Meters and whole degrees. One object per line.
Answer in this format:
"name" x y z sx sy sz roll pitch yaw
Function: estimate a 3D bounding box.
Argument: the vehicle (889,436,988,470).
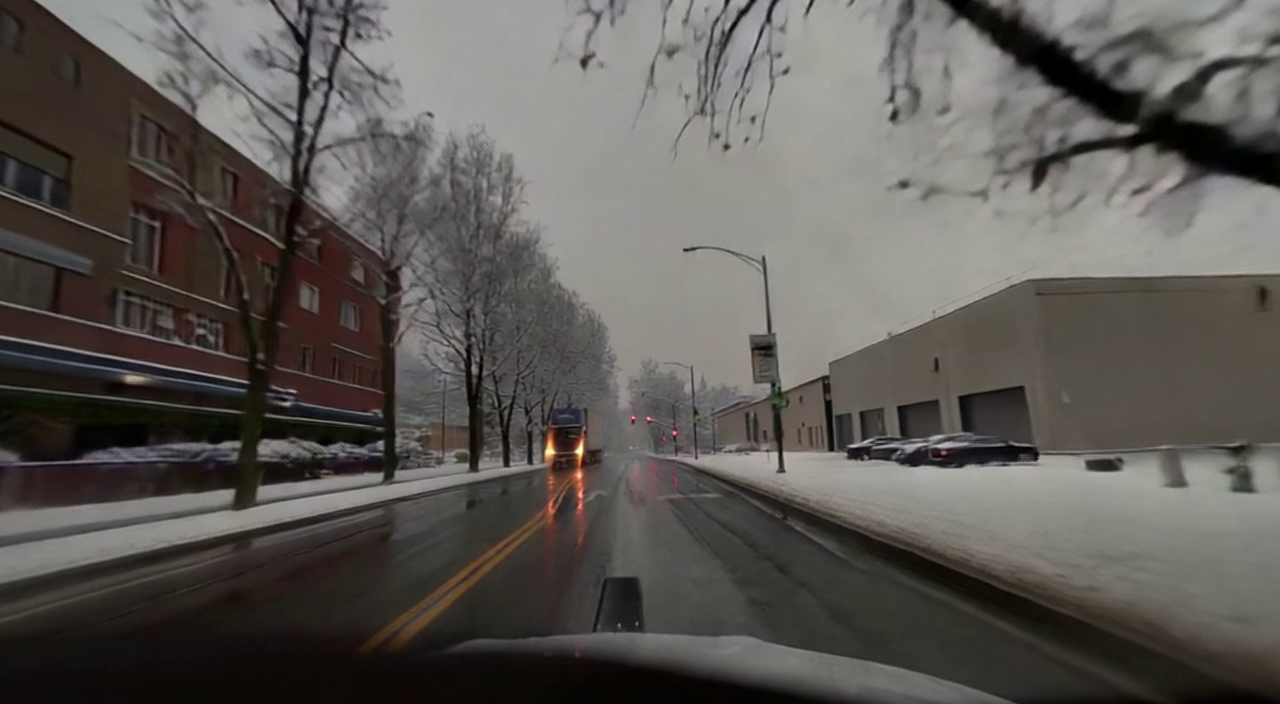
"vehicle" 15.250 5.168 32.248 4.061 1.590 1.862 -1 -8 -1
